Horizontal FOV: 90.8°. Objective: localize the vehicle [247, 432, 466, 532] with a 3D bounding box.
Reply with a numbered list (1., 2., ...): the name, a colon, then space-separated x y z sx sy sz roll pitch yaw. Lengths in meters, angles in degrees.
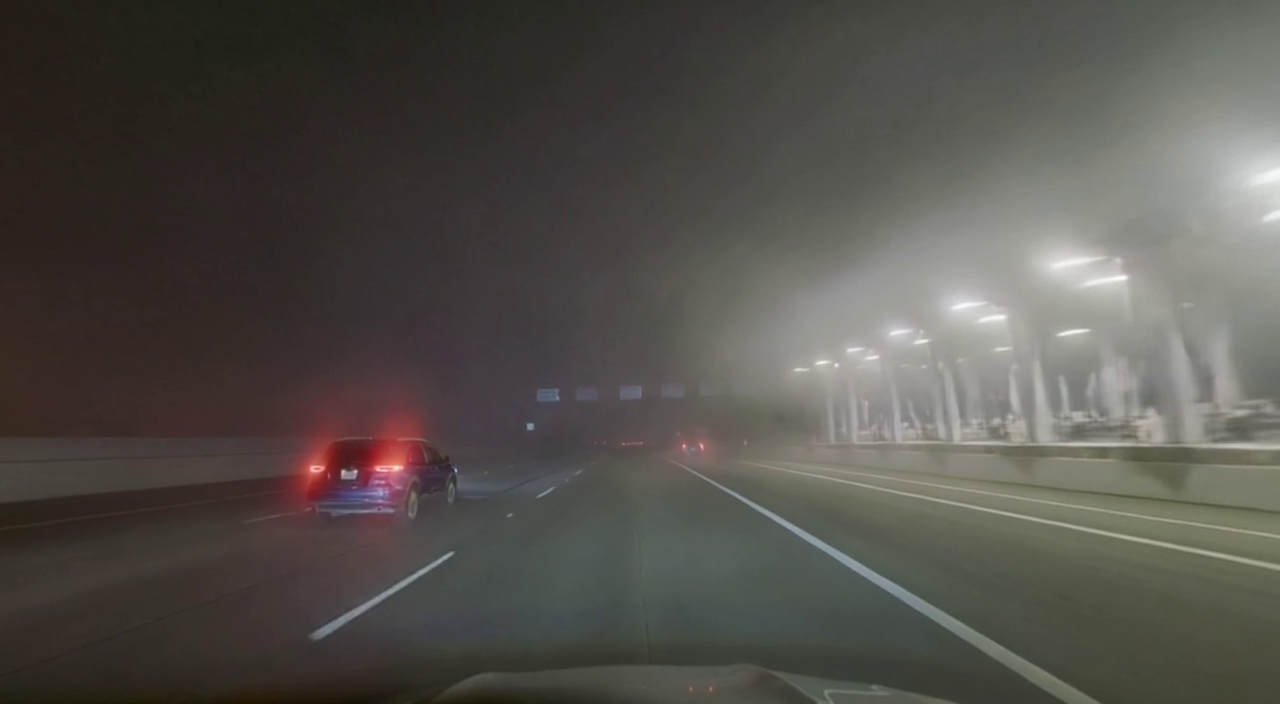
1. vehicle: -4.821 2.251 11.597 1.981 1.465 4.334 0 -8 0
